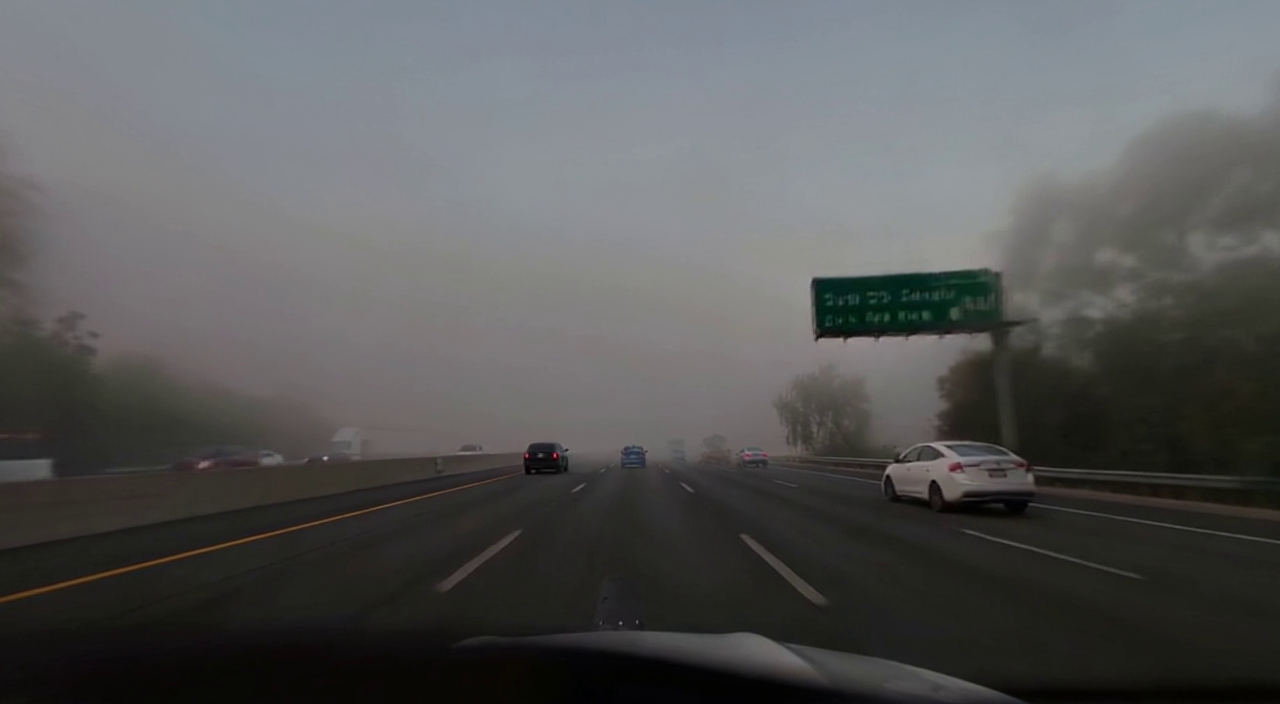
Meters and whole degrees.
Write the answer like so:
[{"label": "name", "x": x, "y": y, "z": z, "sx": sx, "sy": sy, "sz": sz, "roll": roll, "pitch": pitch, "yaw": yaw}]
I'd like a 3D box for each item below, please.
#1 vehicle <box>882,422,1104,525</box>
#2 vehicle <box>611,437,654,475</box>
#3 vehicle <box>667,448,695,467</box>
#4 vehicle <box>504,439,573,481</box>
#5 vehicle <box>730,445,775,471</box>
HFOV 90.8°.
[{"label": "vehicle", "x": 6.626, "y": 2.311, "z": 12.536, "sx": 1.944, "sy": 1.666, "sz": 4.184, "roll": 0, "pitch": -9, "yaw": 0}, {"label": "vehicle", "x": -0.340, "y": 5.230, "z": 31.999, "sx": 2.002, "sy": 1.759, "sz": 4.658, "roll": 0, "pitch": -9, "yaw": 0}, {"label": "vehicle", "x": 3.032, "y": 7.938, "z": 47.550, "sx": 1.816, "sy": 1.353, "sz": 3.809, "roll": 0, "pitch": -9, "yaw": -1}, {"label": "vehicle", "x": -4.226, "y": 4.610, "z": 27.202, "sx": 2.126, "sy": 1.631, "sz": 4.643, "roll": 0, "pitch": -9, "yaw": 1}, {"label": "vehicle", "x": 6.768, "y": 6.398, "z": 38.376, "sx": 1.879, "sy": 1.428, "sz": 4.402, "roll": 0, "pitch": -9, "yaw": -1}]
